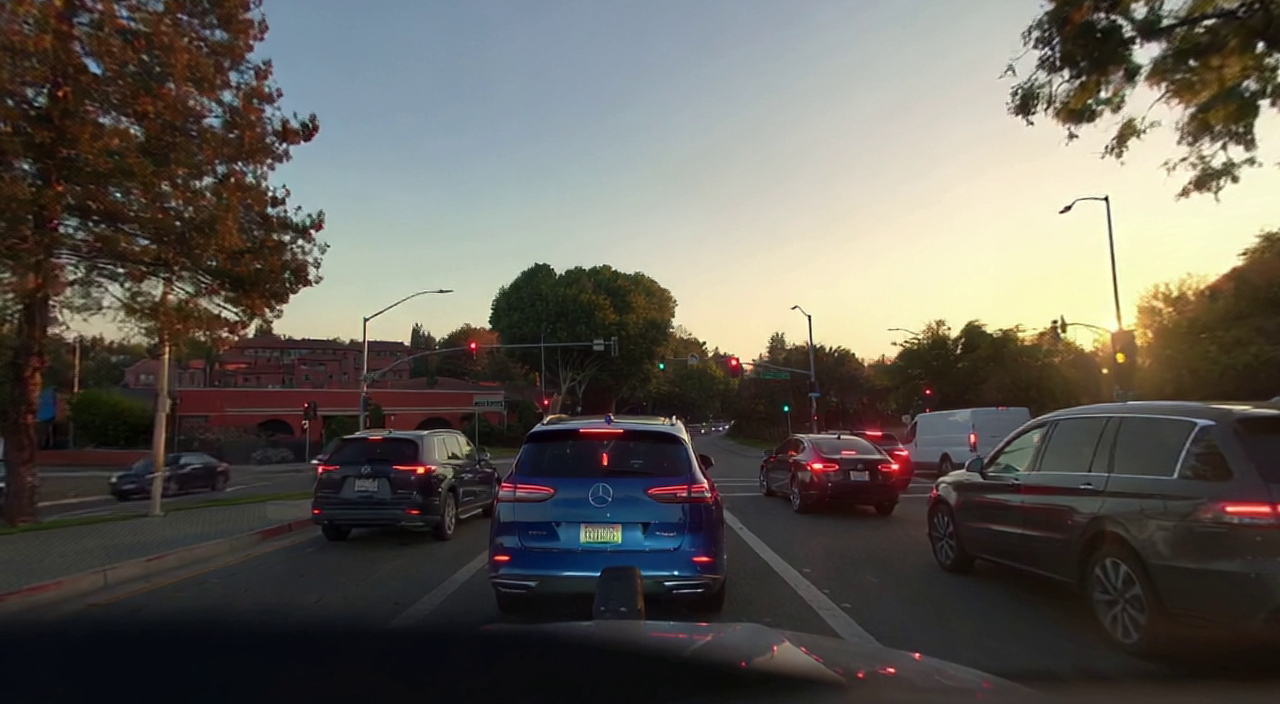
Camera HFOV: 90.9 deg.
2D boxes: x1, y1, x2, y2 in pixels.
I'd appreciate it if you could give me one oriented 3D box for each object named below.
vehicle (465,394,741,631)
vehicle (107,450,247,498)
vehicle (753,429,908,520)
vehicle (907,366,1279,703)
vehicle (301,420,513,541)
[{"bbox_3d":[-0.152,1.470,6.727,2.022,1.700,4.084,0,-8,4],"label":"vehicle"},{"bbox_3d":[-15.741,4.133,21.728,1.774,1.468,3.863,0,-8,1],"label":"vehicle"},{"bbox_3d":[3.677,2.428,12.968,1.847,1.554,3.885,0,-8,-2],"label":"vehicle"},{"bbox_3d":[4.156,1.264,5.389,2.014,1.740,4.515,0,-8,4],"label":"vehicle"},{"bbox_3d":[-3.759,2.148,11.172,2.012,1.701,4.316,0,-8,1],"label":"vehicle"}]
